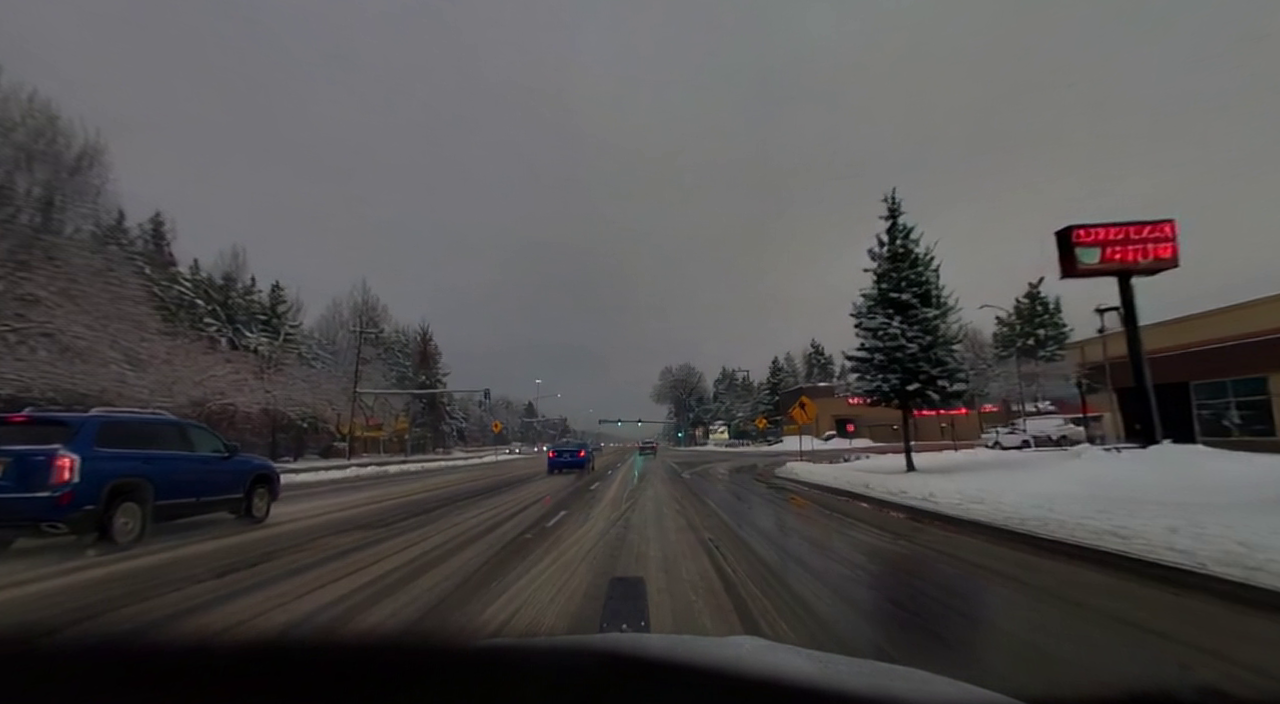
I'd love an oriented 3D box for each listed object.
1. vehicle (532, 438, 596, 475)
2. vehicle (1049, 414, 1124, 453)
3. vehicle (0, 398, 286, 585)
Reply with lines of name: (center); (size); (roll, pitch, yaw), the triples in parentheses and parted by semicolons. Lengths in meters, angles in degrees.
vehicle: (-3.226, 4.544, 27.658); (2.152, 1.479, 4.394); (0, -9, 1)
vehicle: (24.979, 4.601, 35.492); (2.342, 2.007, 5.843); (-3, -9, 25)
vehicle: (-6.911, 1.625, 8.076); (2.043, 1.726, 4.472); (0, -8, 1)
